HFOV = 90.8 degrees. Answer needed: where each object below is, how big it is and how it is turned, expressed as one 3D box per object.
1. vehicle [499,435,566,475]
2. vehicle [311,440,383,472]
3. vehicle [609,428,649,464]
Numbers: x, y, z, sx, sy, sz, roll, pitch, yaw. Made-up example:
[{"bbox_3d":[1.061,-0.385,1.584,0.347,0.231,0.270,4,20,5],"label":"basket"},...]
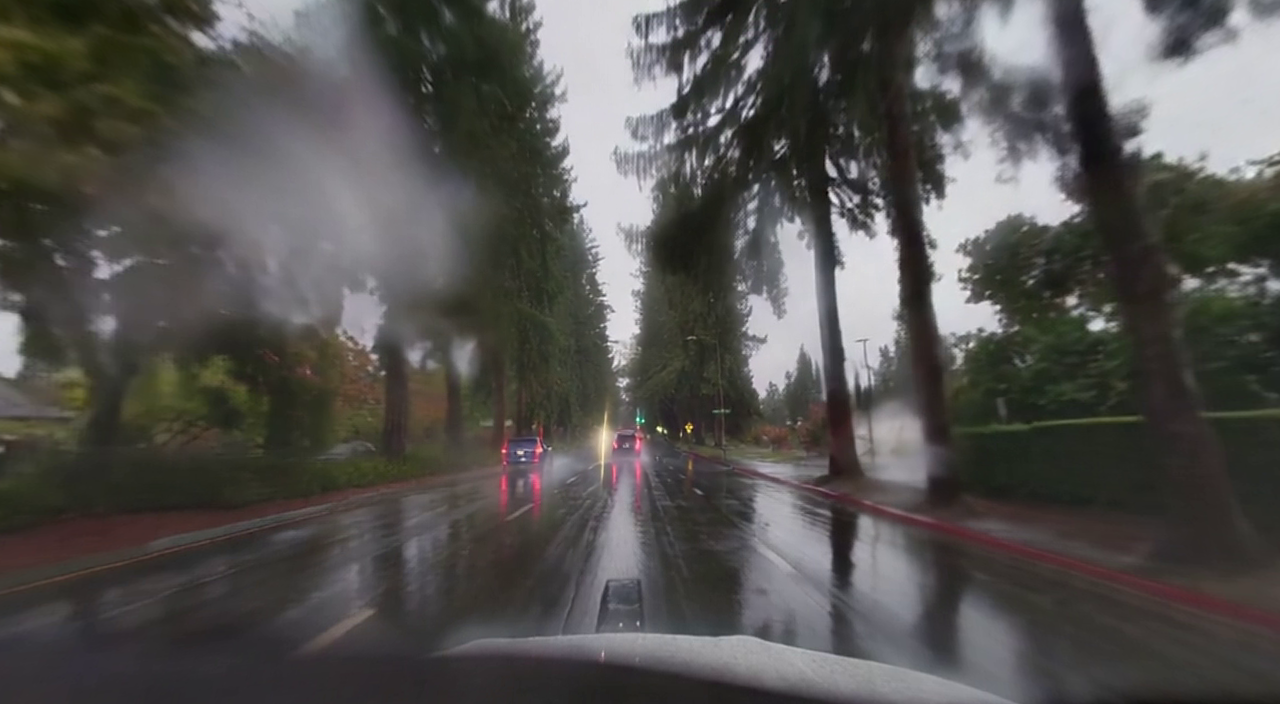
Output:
[{"bbox_3d":[-4.170,4.071,25.186,1.917,1.448,4.178,0,-8,0],"label":"vehicle"},{"bbox_3d":[-16.478,5.837,35.787,1.896,1.712,4.523,0,-8,1],"label":"vehicle"},{"bbox_3d":[-0.572,4.988,33.535,2.018,1.769,3.897,0,-8,-1],"label":"vehicle"}]
